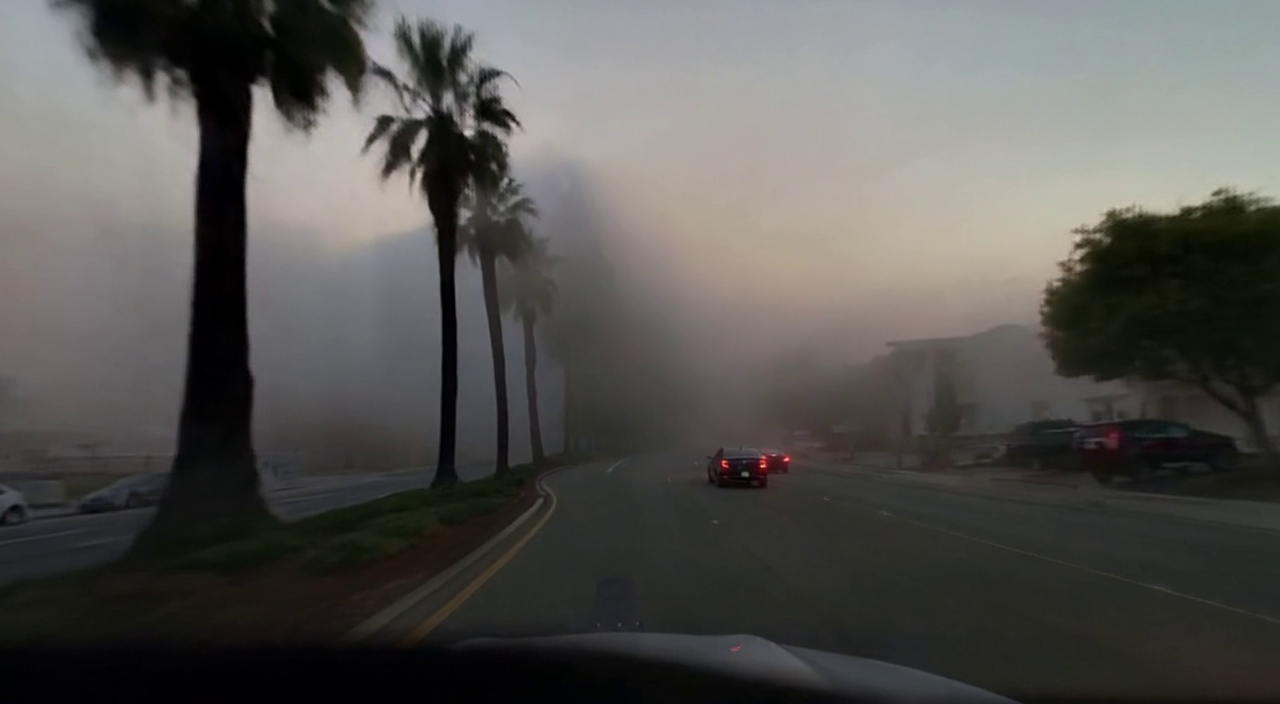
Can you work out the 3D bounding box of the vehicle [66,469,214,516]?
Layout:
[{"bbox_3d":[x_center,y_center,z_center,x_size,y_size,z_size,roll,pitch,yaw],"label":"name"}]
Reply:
[{"bbox_3d":[-19.149,5.364,24.550,1.897,1.482,4.707,0,-9,0],"label":"vehicle"}]

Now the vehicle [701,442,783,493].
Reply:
[{"bbox_3d":[3.241,3.755,20.996,1.989,1.492,4.689,0,-9,1],"label":"vehicle"}]
